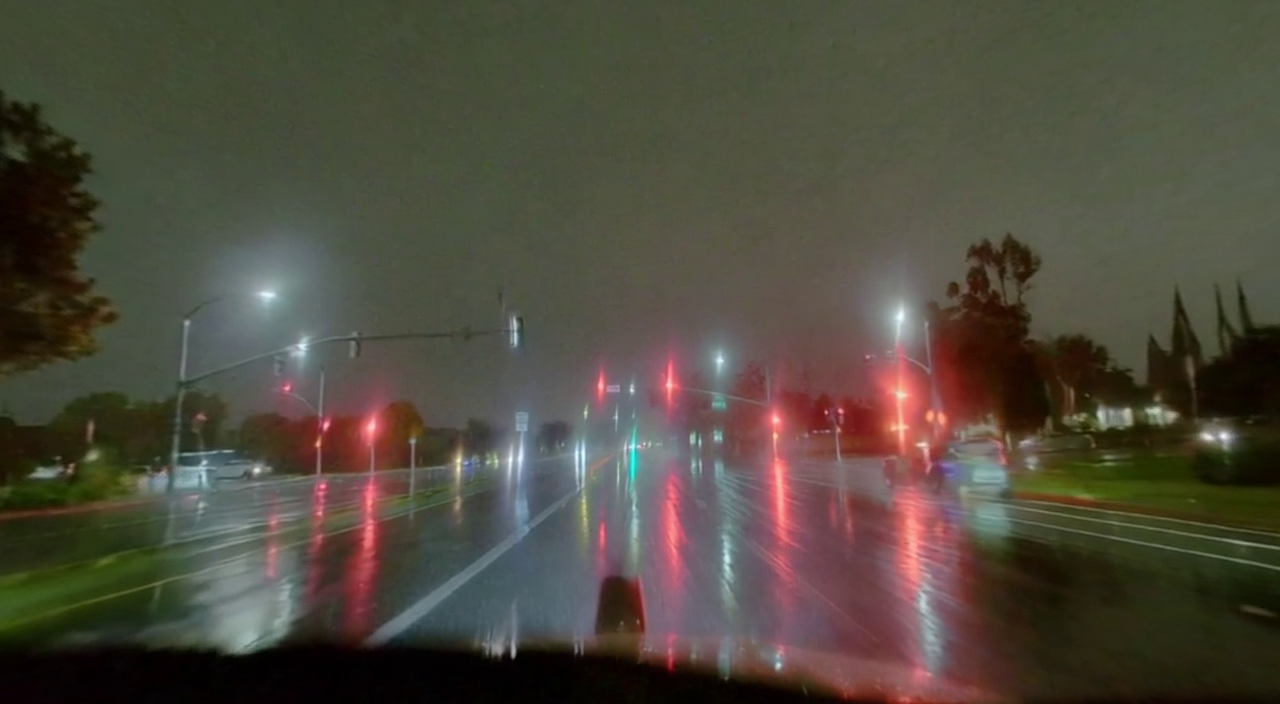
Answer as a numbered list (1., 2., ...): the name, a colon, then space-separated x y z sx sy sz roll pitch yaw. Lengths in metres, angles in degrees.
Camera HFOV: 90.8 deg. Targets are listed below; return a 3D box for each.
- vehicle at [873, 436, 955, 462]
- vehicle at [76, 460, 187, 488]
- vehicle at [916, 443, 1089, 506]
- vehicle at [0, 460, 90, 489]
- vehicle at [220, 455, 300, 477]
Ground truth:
1. vehicle: 20.241 7.166 46.746 5.021 1.780 2.191 0 -9 -3
2. vehicle: -29.454 7.045 36.679 4.692 1.476 1.946 0 -9 -2
3. vehicle: 9.802 3.317 17.658 1.918 1.483 4.813 0 -9 -1
4. vehicle: -35.488 7.189 37.074 4.563 1.451 2.046 -2 -8 1
5. vehicle: -27.977 8.396 46.649 4.665 1.494 1.850 0 -9 -3
